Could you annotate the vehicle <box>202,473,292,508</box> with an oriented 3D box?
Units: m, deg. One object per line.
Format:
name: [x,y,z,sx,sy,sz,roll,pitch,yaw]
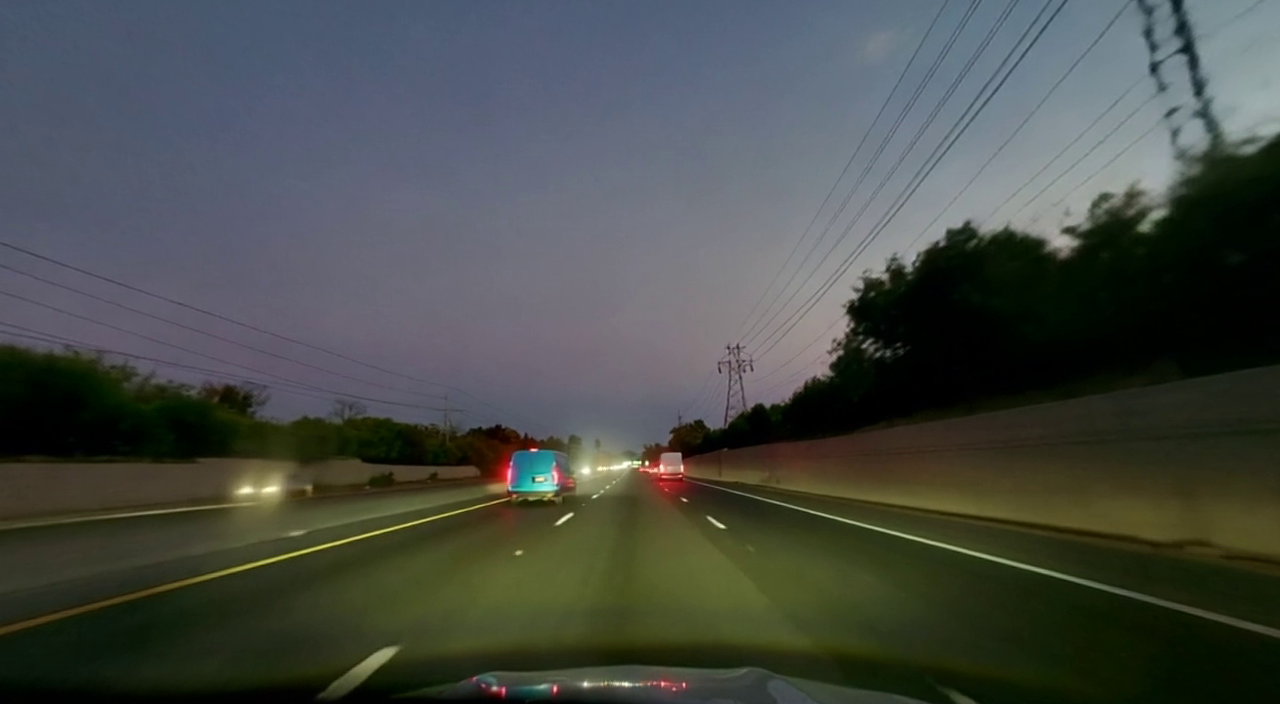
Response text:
vehicle: [-21.054,7.431,34.042,1.913,1.678,4.537,1,-11,0]

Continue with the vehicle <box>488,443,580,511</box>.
vehicle: [-3.404,4.199,21.348,2.324,2.008,4.654,1,-11,0]
